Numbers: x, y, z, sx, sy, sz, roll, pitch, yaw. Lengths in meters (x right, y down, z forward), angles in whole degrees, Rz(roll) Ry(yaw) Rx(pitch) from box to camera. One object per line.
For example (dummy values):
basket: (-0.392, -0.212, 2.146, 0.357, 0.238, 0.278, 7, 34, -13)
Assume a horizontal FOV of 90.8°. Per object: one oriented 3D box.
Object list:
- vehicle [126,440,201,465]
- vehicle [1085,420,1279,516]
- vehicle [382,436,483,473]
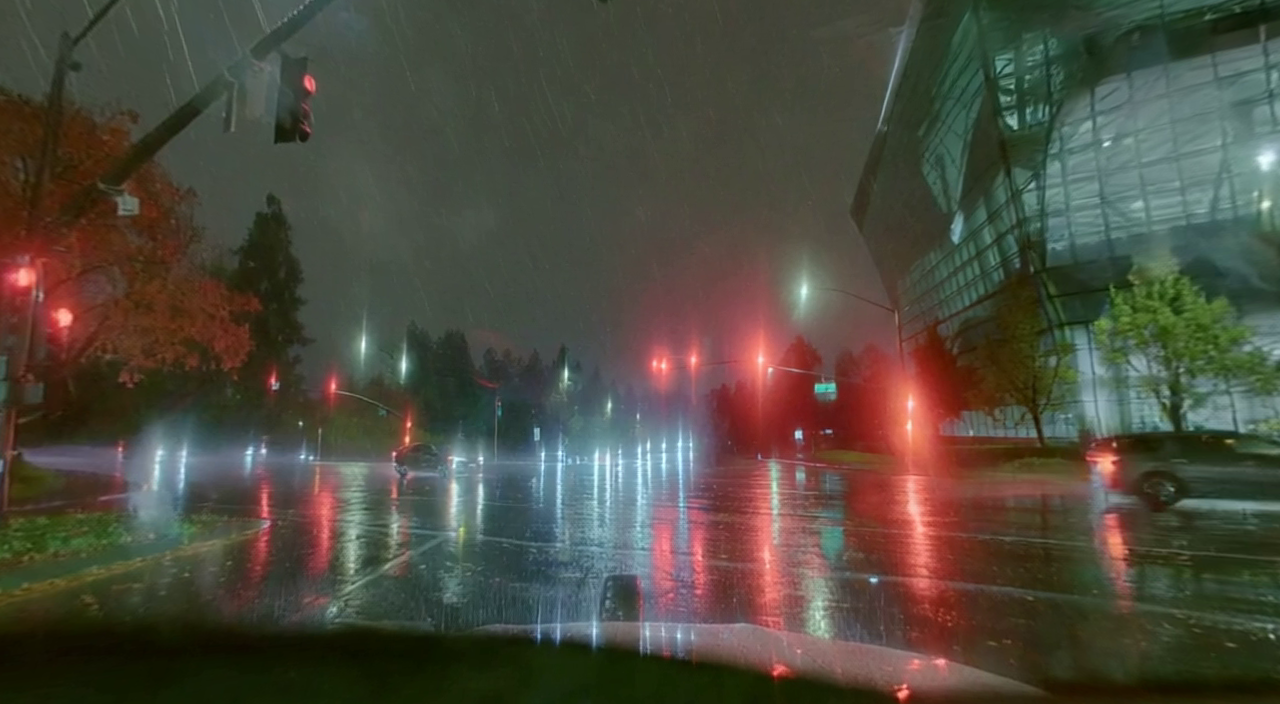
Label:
vehicle: (-30.089, 6.337, 39.854, 4.798, 1.461, 1.939, -5, -10, 30)
vehicle: (12.232, 2.328, 12.927, 4.849, 1.766, 2.080, -7, -11, 38)
vehicle: (-9.728, 4.776, 29.524, 4.698, 1.609, 1.975, -6, -10, 34)
